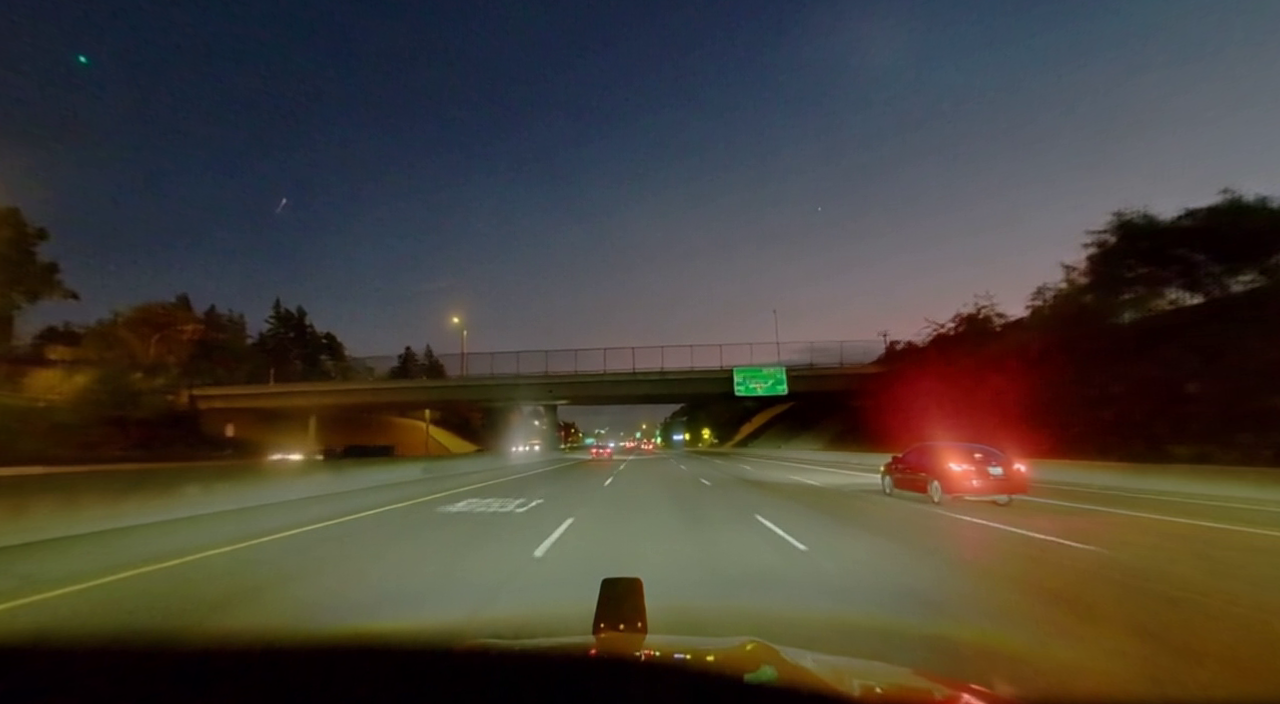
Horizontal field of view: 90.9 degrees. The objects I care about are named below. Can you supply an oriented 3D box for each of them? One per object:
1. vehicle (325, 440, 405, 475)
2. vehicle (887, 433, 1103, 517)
[{"bbox_3d":[-13.021,5.013,30.158,1.858,1.535,4.320,0,-8,0],"label":"vehicle"},{"bbox_3d":[7.193,2.525,13.493,1.914,1.465,4.574,0,-8,0],"label":"vehicle"}]
